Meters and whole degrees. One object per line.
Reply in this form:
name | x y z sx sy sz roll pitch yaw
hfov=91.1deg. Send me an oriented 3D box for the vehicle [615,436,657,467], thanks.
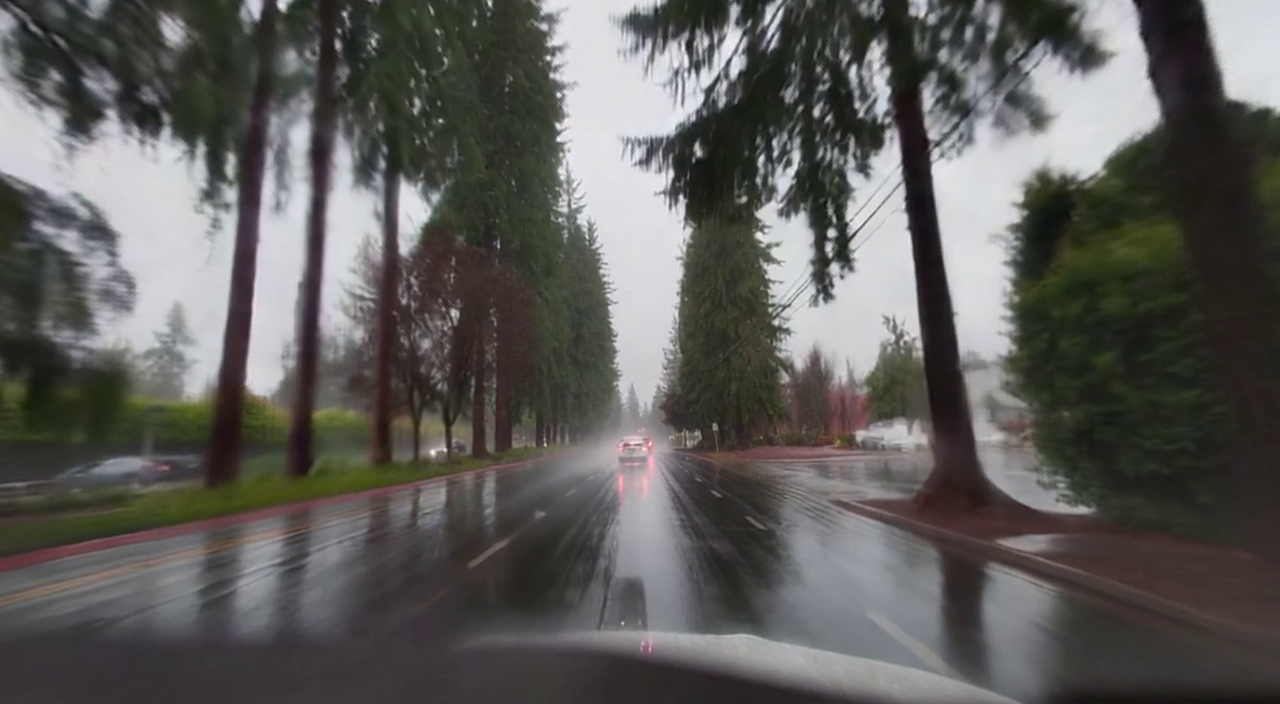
vehicle | -0.206 5.025 31.753 1.991 1.463 3.988 0 -8 0
